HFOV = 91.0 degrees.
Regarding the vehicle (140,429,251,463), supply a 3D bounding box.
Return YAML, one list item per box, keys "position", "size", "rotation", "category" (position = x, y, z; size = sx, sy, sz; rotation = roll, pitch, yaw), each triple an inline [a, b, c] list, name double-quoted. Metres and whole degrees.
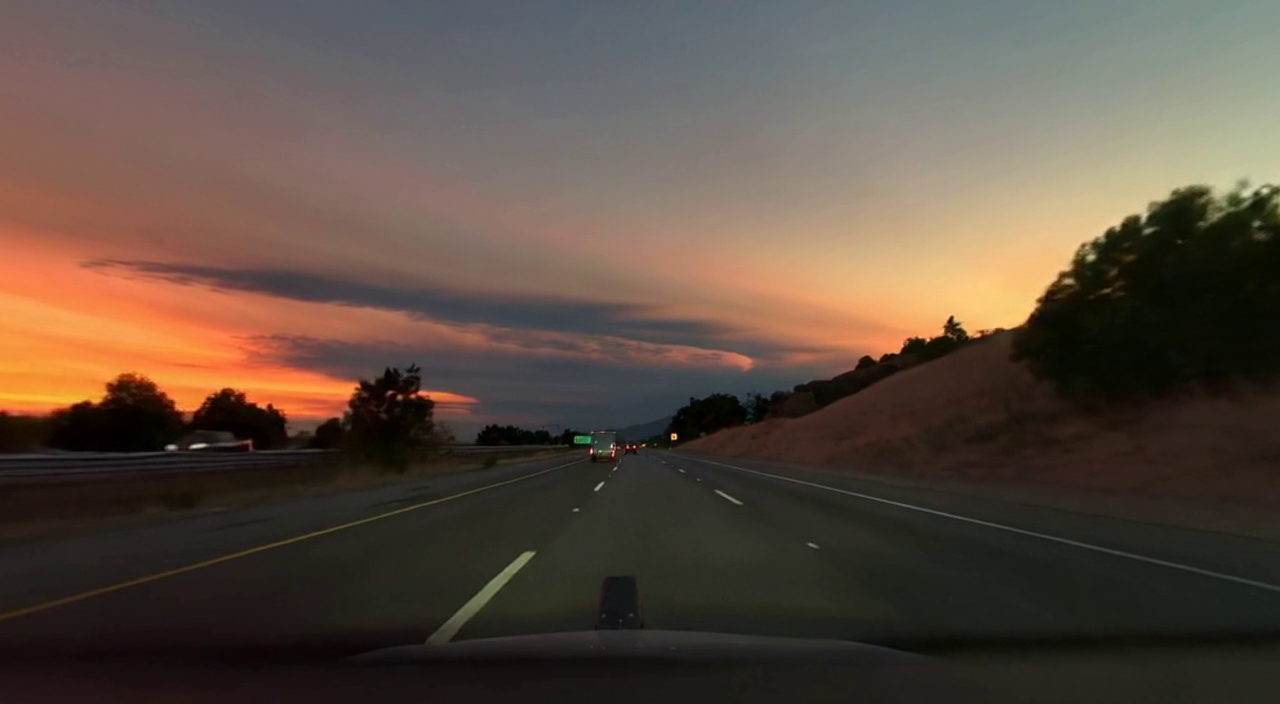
- position: [-28.215, 6.047, 40.345]
  size: [2.418, 1.957, 6.239]
  rotation: [0, -9, 2]
  category: "vehicle"
